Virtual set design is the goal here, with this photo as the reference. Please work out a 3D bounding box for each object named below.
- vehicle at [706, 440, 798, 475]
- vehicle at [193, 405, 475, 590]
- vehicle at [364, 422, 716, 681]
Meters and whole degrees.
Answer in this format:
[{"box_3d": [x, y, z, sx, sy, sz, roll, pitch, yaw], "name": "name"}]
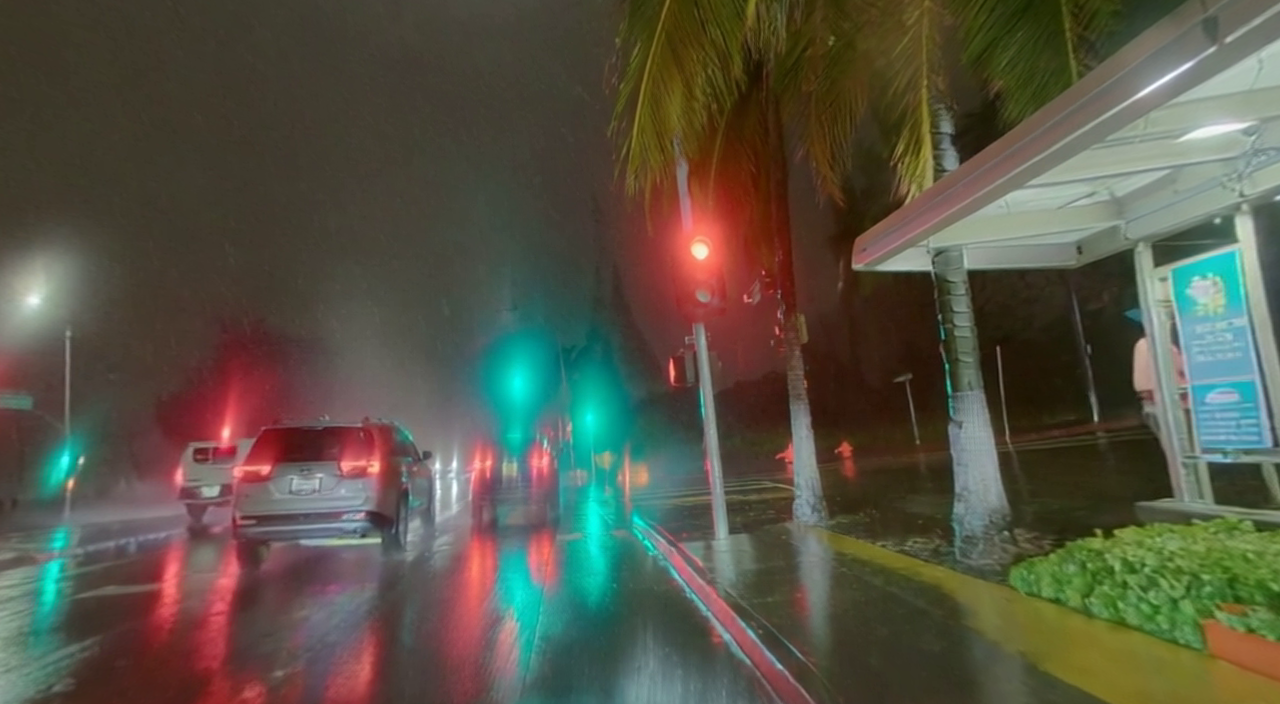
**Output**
[{"box_3d": [5.453, 5.148, 30.967, 3.987, 1.636, 1.903, 2, -8, -14], "name": "vehicle"}, {"box_3d": [-3.719, 1.825, 8.826, 2.098, 1.851, 4.571, 1, -9, -7], "name": "vehicle"}, {"box_3d": [-0.867, 1.484, 5.954, 2.065, 1.467, 4.289, 1, -9, -8], "name": "vehicle"}]
